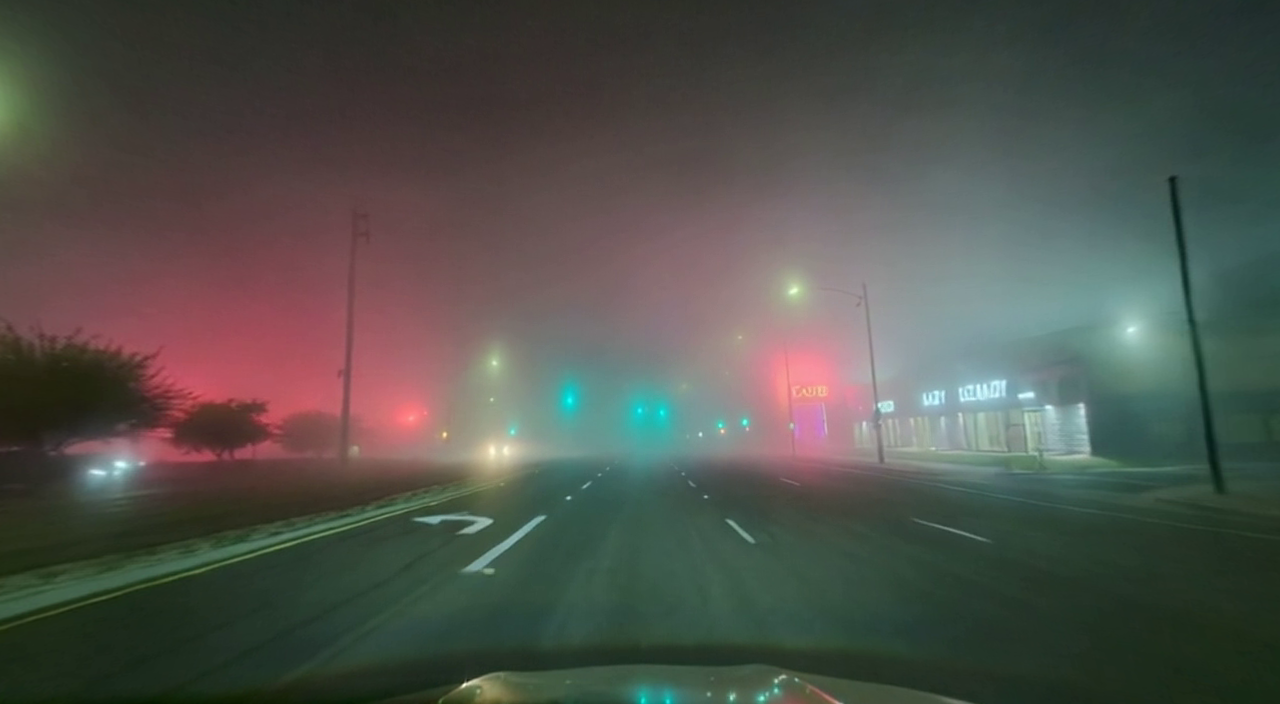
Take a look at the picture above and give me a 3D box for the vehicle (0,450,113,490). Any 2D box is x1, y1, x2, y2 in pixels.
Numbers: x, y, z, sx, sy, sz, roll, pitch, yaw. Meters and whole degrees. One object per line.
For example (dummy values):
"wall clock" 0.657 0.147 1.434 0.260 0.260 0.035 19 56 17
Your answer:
"vehicle" -30.868 5.799 31.199 7.039 1.891 2.550 0 -9 -2
